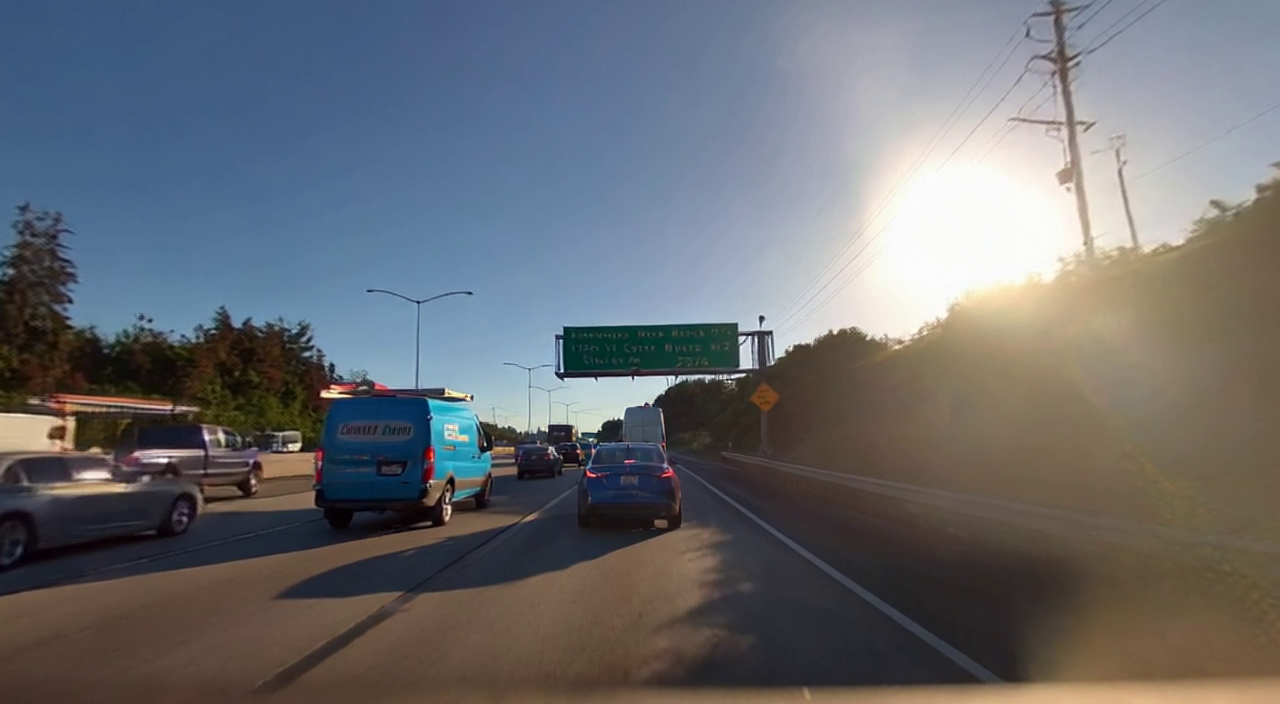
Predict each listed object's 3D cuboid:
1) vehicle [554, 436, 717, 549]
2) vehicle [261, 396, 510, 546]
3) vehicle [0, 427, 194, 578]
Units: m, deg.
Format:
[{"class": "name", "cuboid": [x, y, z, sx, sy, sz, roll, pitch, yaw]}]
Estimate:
[{"class": "vehicle", "cuboid": [-0.051, 2.087, 10.056, 2.054, 1.421, 4.090, 0, -8, 0]}, {"class": "vehicle", "cuboid": [-3.812, 1.890, 10.556, 2.142, 1.952, 4.556, 0, -8, 2]}, {"class": "vehicle", "cuboid": [-7.406, 1.565, 6.660, 1.933, 1.506, 4.504, 0, -8, 1]}]
